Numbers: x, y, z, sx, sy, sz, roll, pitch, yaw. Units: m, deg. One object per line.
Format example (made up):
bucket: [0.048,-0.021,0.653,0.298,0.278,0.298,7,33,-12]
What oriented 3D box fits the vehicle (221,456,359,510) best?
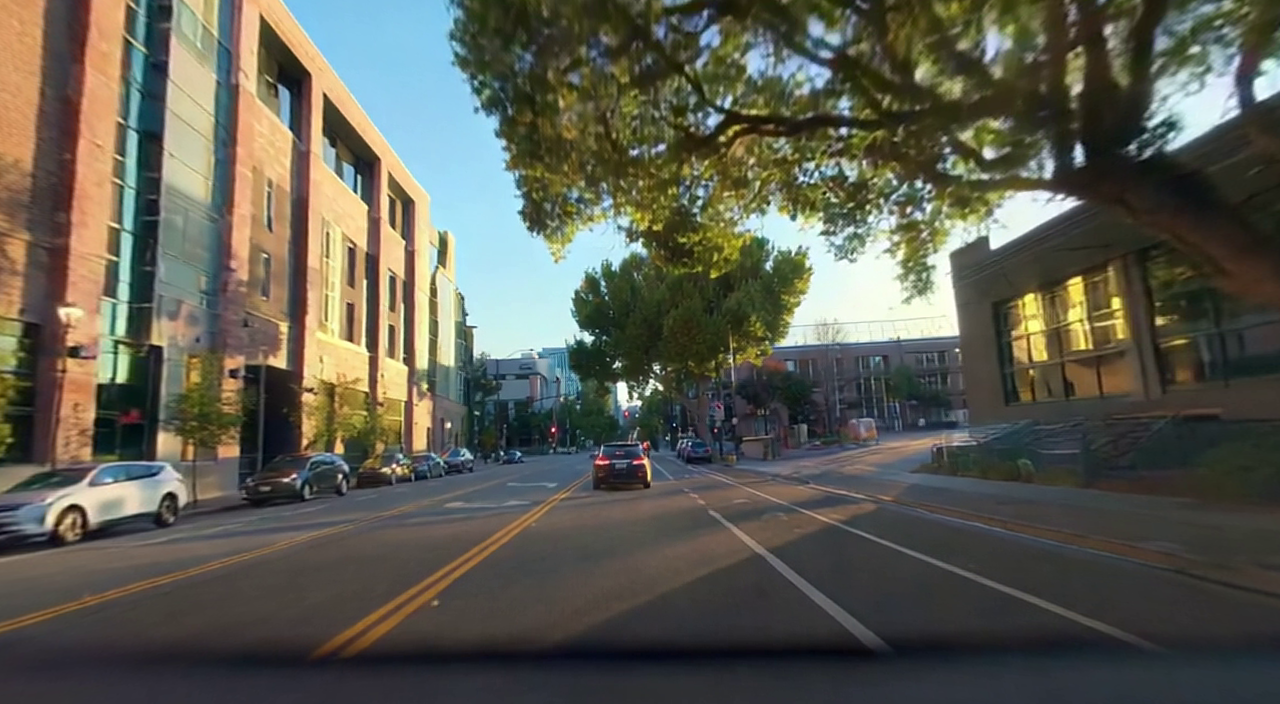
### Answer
vehicle: [-11.861,4.432,21.885,1.991,1.507,4.879,0,-8,0]

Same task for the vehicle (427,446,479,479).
vehicle: [-12.180,7.208,41.476,2.090,1.784,4.832,-4,-8,-2]

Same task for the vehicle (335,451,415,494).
vehicle: [-12.213,5.540,29.400,1.976,1.577,4.091,-5,-8,-1]

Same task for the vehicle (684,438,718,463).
vehicle: [4.234,6.948,44.583,1.924,1.645,4.528,-1,-8,-1]

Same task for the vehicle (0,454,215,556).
vehicle: [-11.948,3.133,13.742,2.077,1.732,4.704,0,-8,0]

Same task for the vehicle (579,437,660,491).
vehicle: [-0.597,3.428,19.736,2.269,1.479,3.980,0,-8,-1]
